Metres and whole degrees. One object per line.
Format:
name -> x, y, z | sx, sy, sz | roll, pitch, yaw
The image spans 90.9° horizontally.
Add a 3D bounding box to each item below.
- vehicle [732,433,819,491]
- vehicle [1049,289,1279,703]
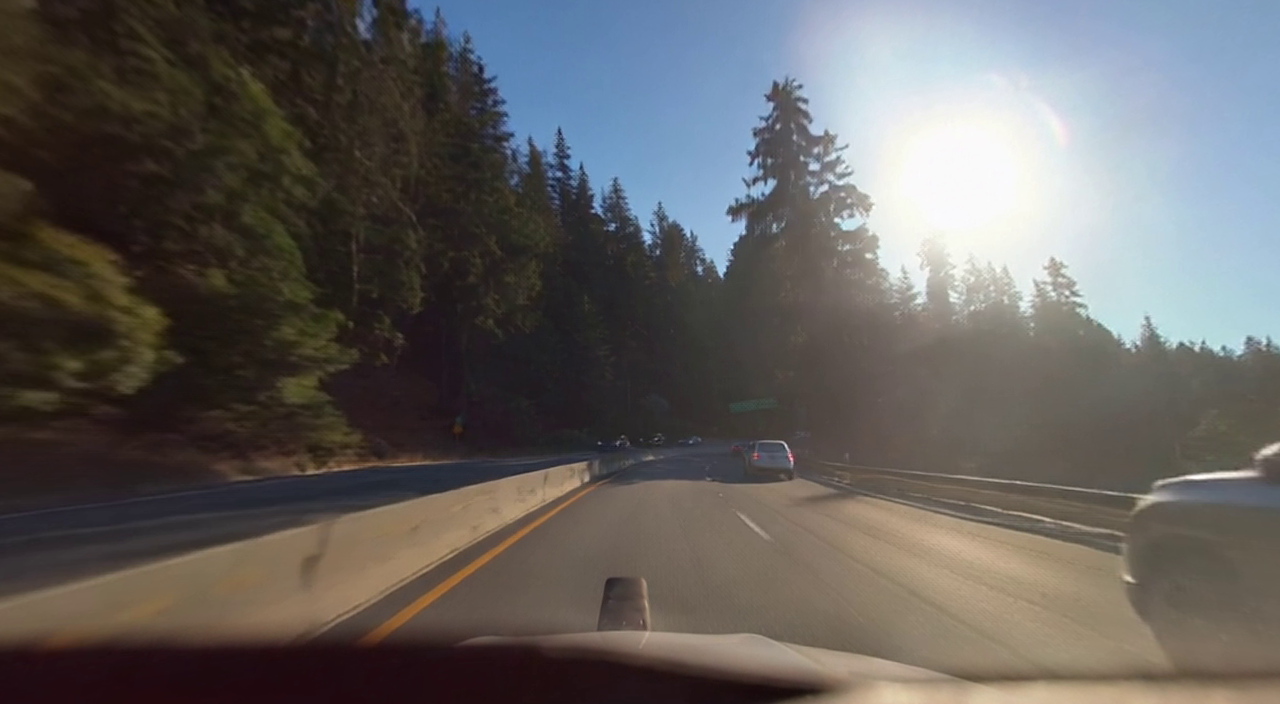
vehicle -> 4.400, 3.645, 21.241 | 2.112, 1.708, 4.380 | 0, -8, 2
vehicle -> 3.555, 0.549, 1.239 | 2.270, 1.897, 4.822 | 0, -8, 1
